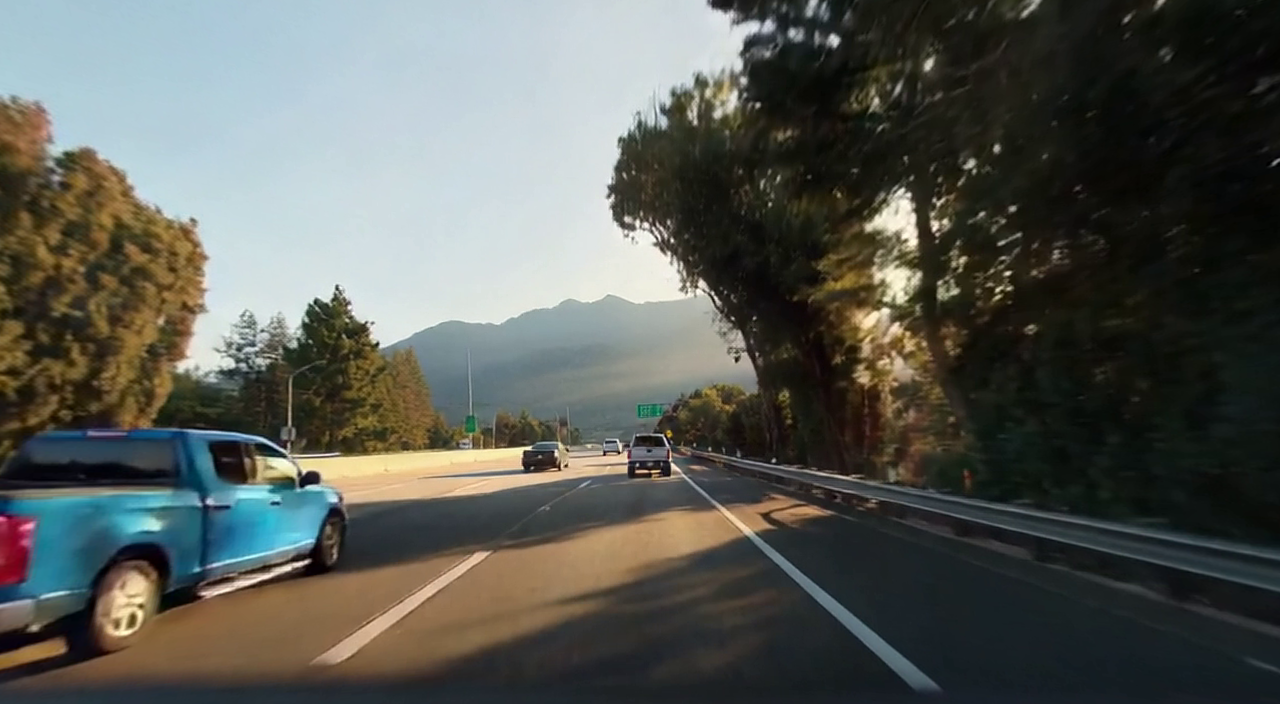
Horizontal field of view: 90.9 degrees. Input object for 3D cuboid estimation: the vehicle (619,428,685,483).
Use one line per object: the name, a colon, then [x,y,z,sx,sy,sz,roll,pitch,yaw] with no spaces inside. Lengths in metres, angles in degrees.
vehicle: [0.421,3.890,24.002,2.229,1.837,5.387,0,-8,0]

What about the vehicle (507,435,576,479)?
vehicle: [-3.972,4.296,26.090,2.106,1.651,4.040,-1,-8,1]

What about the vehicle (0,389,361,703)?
vehicle: [-3.972,1.235,4.627,1.959,1.604,4.065,0,-8,0]
